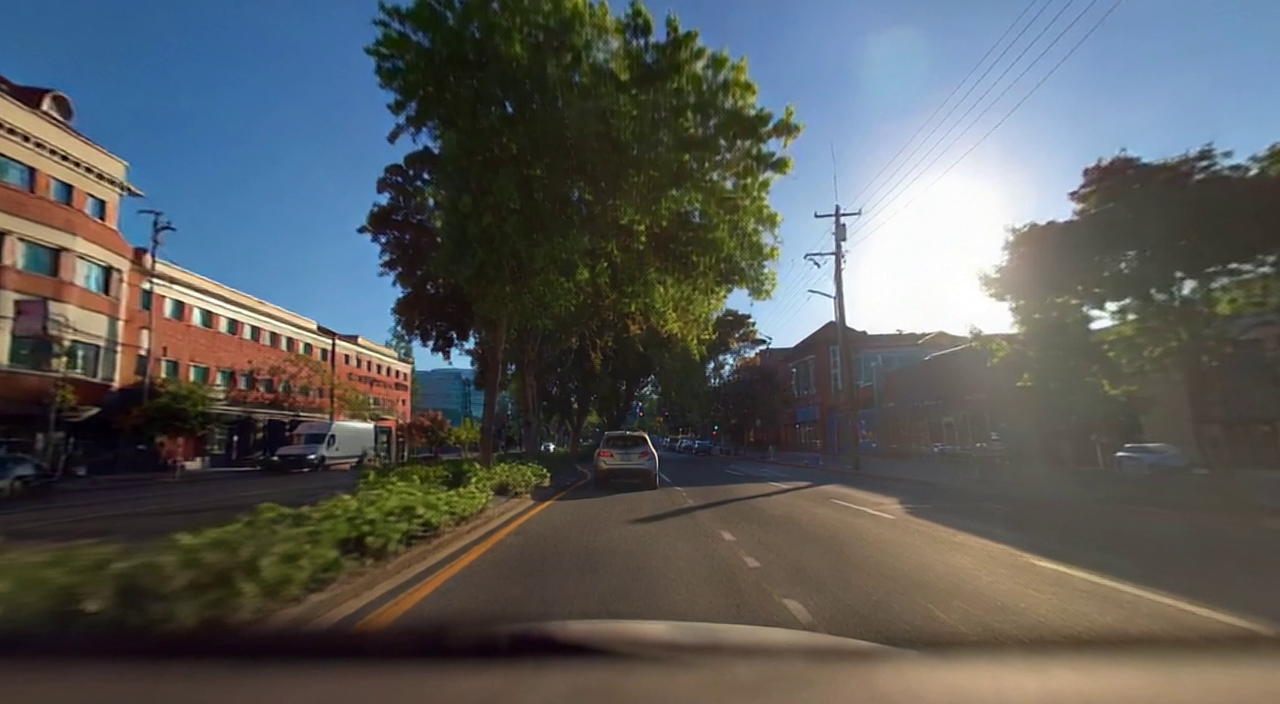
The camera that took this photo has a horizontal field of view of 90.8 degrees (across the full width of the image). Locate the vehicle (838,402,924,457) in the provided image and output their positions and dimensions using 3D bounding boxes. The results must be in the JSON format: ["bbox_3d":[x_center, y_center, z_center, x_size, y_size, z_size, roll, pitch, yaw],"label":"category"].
[{"bbox_3d":[18.040,6.018,48.201,3.269,3.755,8.862,0,-9,2],"label":"vehicle"}]

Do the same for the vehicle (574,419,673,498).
[{"bbox_3d":[-0.432,2.775,16.741,2.277,1.816,4.192,0,-9,-2],"label":"vehicle"}]

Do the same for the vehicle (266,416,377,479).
[{"bbox_3d":[-19.205,5.844,38.817,2.811,3.399,7.898,1,-9,-2],"label":"vehicle"}]
